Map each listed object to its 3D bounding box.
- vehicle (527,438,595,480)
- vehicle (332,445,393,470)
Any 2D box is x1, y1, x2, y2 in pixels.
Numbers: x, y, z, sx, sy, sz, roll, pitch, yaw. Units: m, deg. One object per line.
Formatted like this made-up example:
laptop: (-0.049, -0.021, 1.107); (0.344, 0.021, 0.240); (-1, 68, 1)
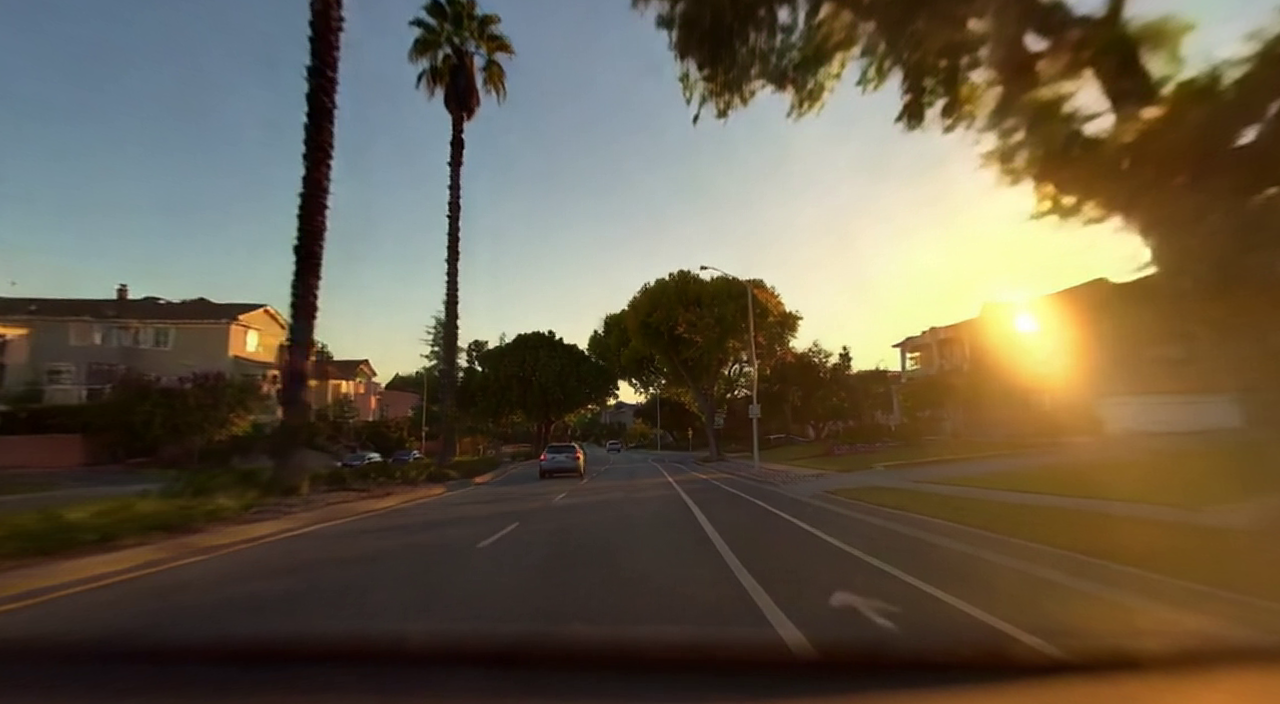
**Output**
vehicle: (-3.083, 4.286, 25.599); (2.075, 1.498, 4.730); (0, -8, 1)
vehicle: (-19.150, 7.330, 43.732); (2.026, 1.563, 4.618); (0, -10, 1)
